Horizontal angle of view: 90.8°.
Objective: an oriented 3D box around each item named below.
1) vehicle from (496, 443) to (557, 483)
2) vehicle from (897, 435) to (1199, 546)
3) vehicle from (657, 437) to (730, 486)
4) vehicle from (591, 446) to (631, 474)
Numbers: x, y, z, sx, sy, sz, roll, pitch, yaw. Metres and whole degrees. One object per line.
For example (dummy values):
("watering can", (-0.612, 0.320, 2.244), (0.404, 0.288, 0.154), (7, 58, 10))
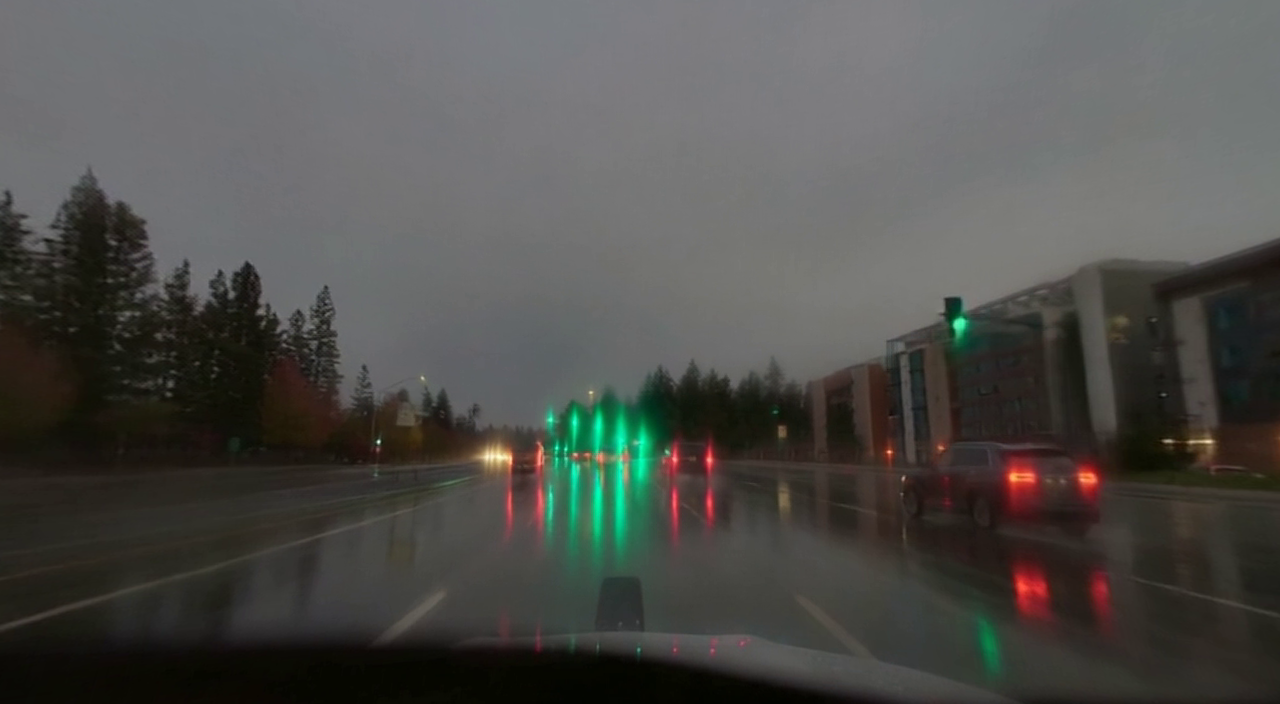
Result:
("vehicle", (-5.025, 4.964, 28.567), (2.172, 1.671, 4.175), (0, -8, -3))
("vehicle", (6.172, 2.114, 10.364), (1.945, 1.408, 4.288), (0, -8, -3))
("vehicle", (1.976, 4.235, 24.724), (2.161, 1.716, 4.194), (1, -8, -4))
("vehicle", (-1.776, 6.366, 37.517), (2.155, 1.486, 4.403), (1, -8, -5))
